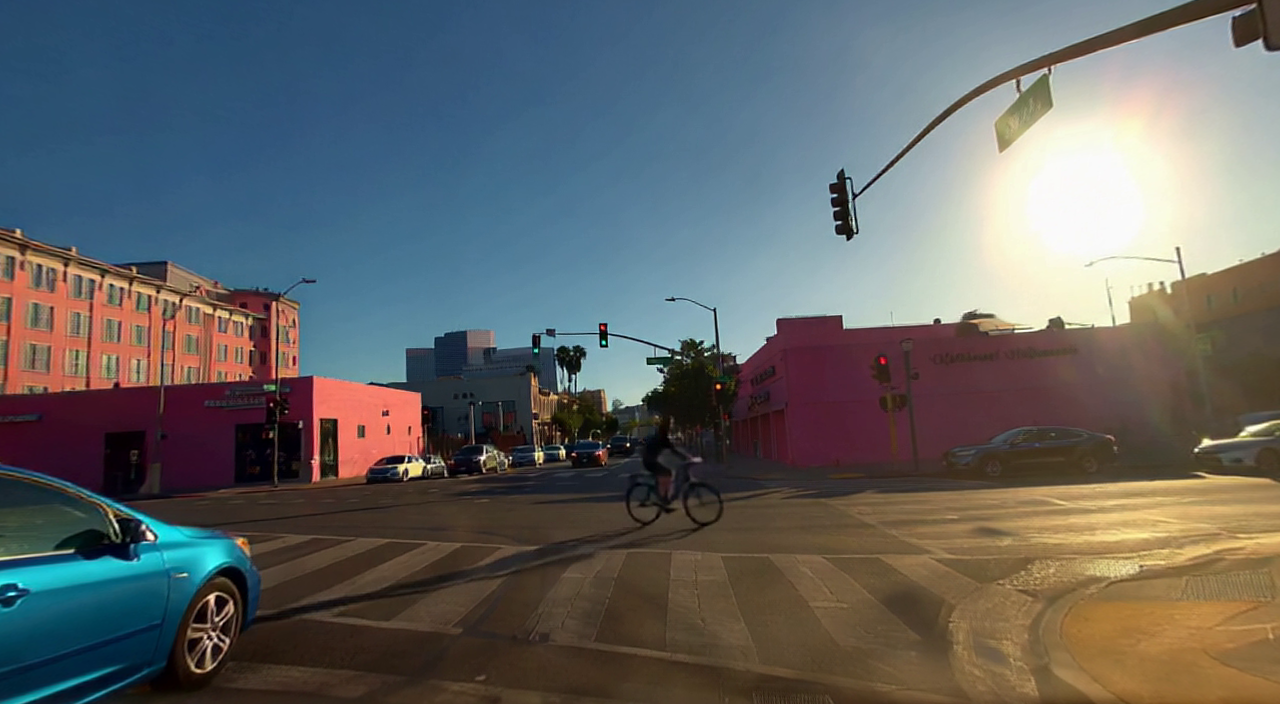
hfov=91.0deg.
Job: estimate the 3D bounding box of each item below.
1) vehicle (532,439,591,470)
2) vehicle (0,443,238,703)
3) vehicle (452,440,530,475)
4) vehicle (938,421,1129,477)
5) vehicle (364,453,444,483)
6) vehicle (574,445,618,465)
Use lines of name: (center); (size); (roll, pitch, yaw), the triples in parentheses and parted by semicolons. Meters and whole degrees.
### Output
vehicle: (-4.501, 5.980, 36.868); (1.928, 1.647, 4.575); (-2, -9, 13)
vehicle: (-3.671, 0.977, 2.153); (1.759, 1.325, 4.295); (0, -9, 0)
vehicle: (-8.388, 5.978, 36.054); (2.152, 1.825, 5.406); (-2, -9, 12)
vehicle: (11.574, 2.892, 18.802); (4.355, 1.546, 1.820); (-1, -9, 6)
vehicle: (-12.569, 6.177, 33.898); (1.976, 1.425, 4.567); (-1, -9, 9)
vehicle: (-3.024, 7.188, 44.115); (1.743, 1.362, 4.350); (-2, -9, 14)
